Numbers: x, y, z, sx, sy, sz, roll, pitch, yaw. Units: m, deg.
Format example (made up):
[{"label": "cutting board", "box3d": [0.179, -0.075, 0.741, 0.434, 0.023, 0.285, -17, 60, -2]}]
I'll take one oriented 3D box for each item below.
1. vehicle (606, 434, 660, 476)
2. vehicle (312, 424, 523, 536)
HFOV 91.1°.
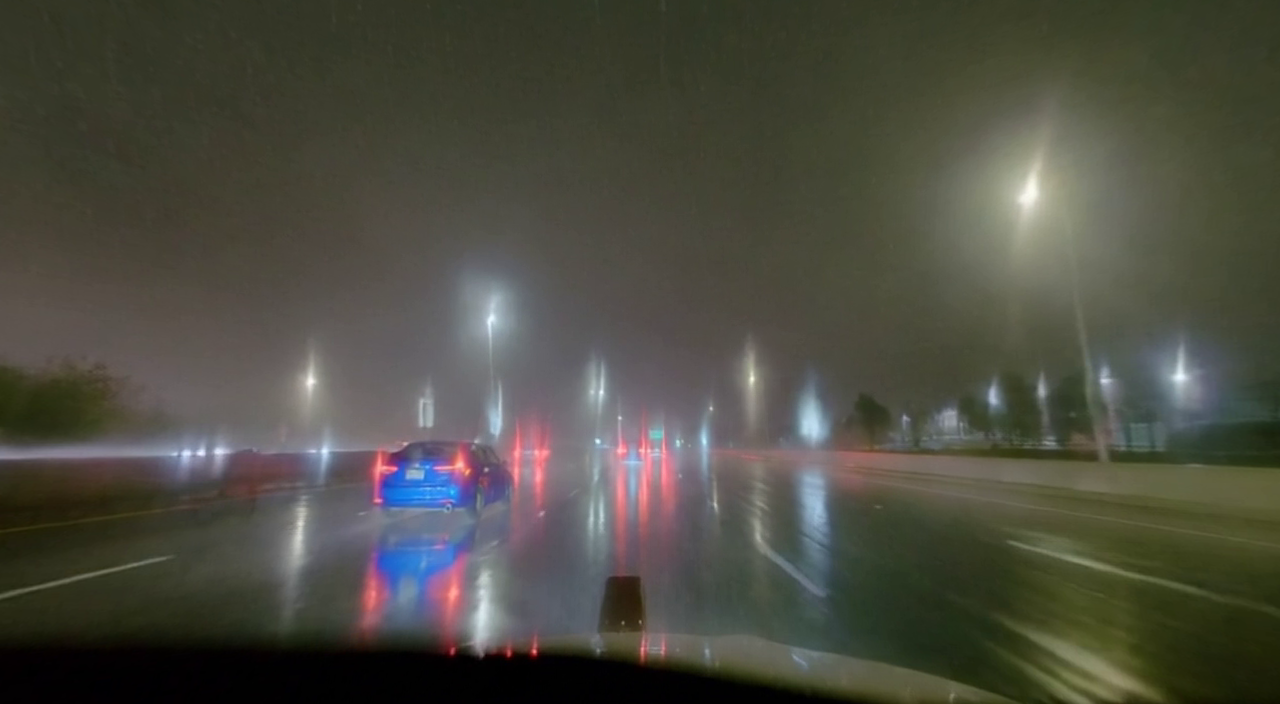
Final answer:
[{"label": "vehicle", "box3d": [-0.241, 4.476, 27.518, 2.155, 1.690, 4.318, 0, -9, 1]}, {"label": "vehicle", "box3d": [-3.682, 2.213, 11.495, 2.124, 1.607, 4.531, 0, -9, 1]}]
